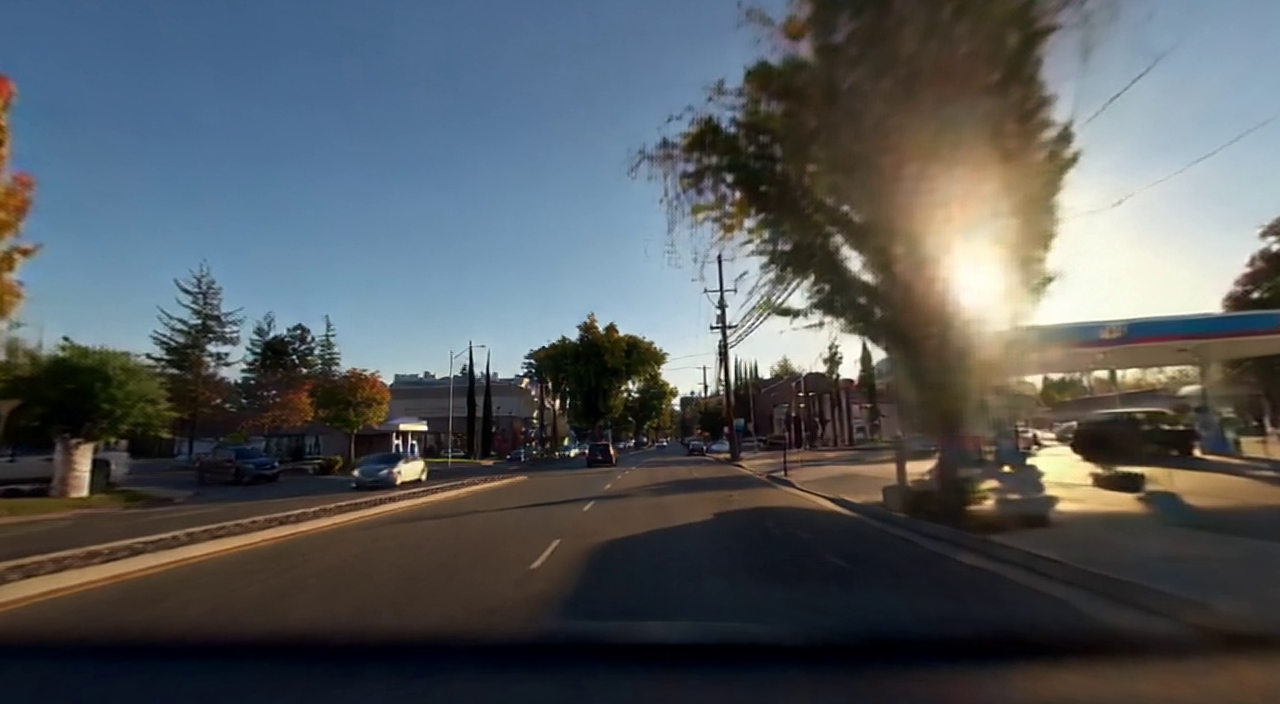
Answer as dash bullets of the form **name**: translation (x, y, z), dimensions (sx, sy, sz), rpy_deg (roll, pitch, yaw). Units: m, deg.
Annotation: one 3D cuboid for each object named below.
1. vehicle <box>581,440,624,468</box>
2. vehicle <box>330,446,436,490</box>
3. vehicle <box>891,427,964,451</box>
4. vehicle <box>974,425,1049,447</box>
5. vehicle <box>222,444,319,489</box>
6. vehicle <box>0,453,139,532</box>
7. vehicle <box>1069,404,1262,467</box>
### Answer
- **vehicle**: translation (-2.122, 5.885, 36.569), dimensions (2.073, 1.525, 3.968), rpy_deg (-1, -8, 2)
- **vehicle**: translation (-9.881, 4.475, 24.770), dimensions (2.021, 1.480, 4.800), rpy_deg (-1, -8, 2)
- **vehicle**: translation (21.370, 6.538, 47.149), dimensions (1.908, 1.474, 4.885), rpy_deg (0, -10, -22)
- **vehicle**: translation (27.276, 6.247, 46.483), dimensions (1.901, 1.509, 4.610), rpy_deg (2, -9, -15)
- **vehicle**: translation (-19.515, 5.954, 33.209), dimensions (5.575, 2.142, 1.996), rpy_deg (-6, -10, 33)
- **vehicle**: translation (-13.864, 3.008, 13.706), dimensions (2.091, 1.538, 4.451), rpy_deg (-1, -8, 4)
- **vehicle**: translation (18.660, 2.993, 22.798), dimensions (2.020, 1.972, 4.983), rpy_deg (2, -7, -15)
